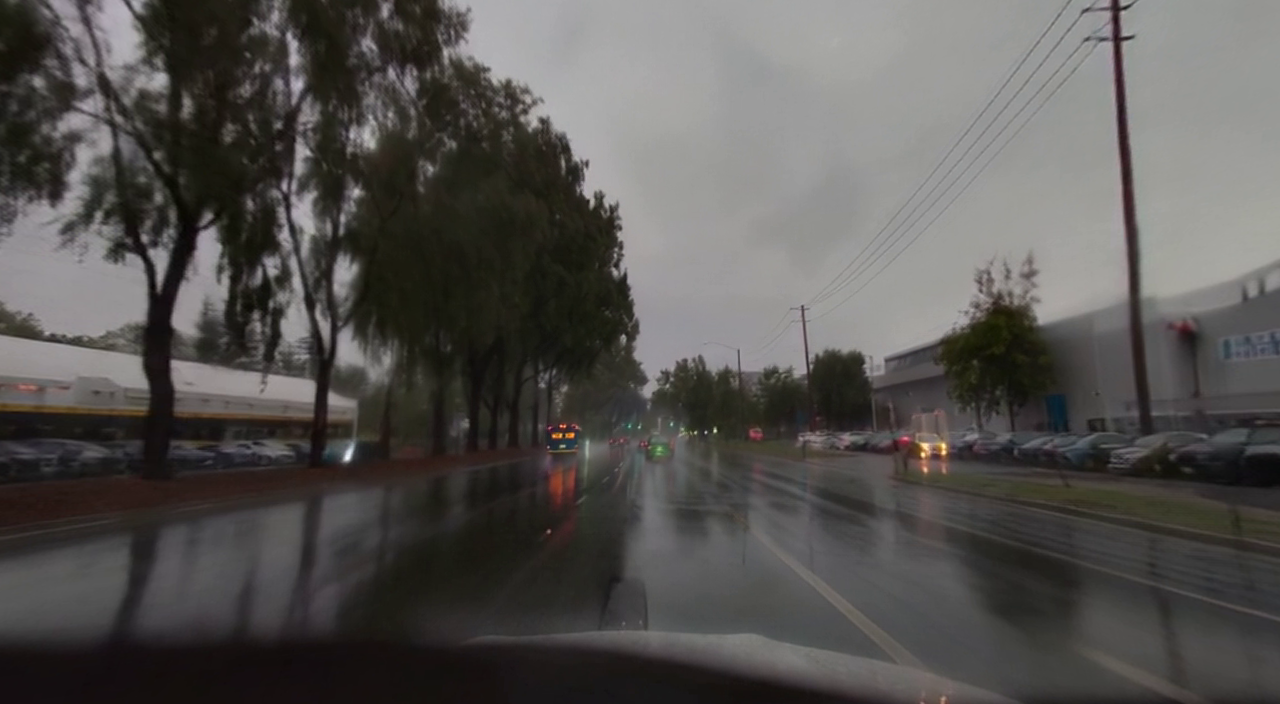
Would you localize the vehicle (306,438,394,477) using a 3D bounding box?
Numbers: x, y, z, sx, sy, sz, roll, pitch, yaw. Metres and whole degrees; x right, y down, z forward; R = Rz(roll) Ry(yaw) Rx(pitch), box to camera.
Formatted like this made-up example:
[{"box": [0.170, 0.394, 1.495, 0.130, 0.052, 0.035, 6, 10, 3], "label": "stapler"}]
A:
[{"box": [-14.108, 5.138, 31.017, 2.126, 1.742, 4.517, 0, -9, 1], "label": "vehicle"}]

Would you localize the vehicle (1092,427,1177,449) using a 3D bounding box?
[{"box": [33.665, 5.871, 43.011, 4.215, 1.462, 1.883, 0, -9, -1], "label": "vehicle"}]

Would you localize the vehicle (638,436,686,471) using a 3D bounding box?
[{"box": [0.957, 4.824, 30.100, 2.123, 1.498, 4.226, 0, -9, 0], "label": "vehicle"}]

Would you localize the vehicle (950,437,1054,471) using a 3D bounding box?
[{"box": [19.435, 5.530, 34.276, 2.229, 1.661, 5.991, 0, -9, 1], "label": "vehicle"}]

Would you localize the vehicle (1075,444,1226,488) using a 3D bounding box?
[{"box": [19.002, 4.232, 23.843, 1.849, 1.466, 4.831, -1, -9, 3], "label": "vehicle"}]
